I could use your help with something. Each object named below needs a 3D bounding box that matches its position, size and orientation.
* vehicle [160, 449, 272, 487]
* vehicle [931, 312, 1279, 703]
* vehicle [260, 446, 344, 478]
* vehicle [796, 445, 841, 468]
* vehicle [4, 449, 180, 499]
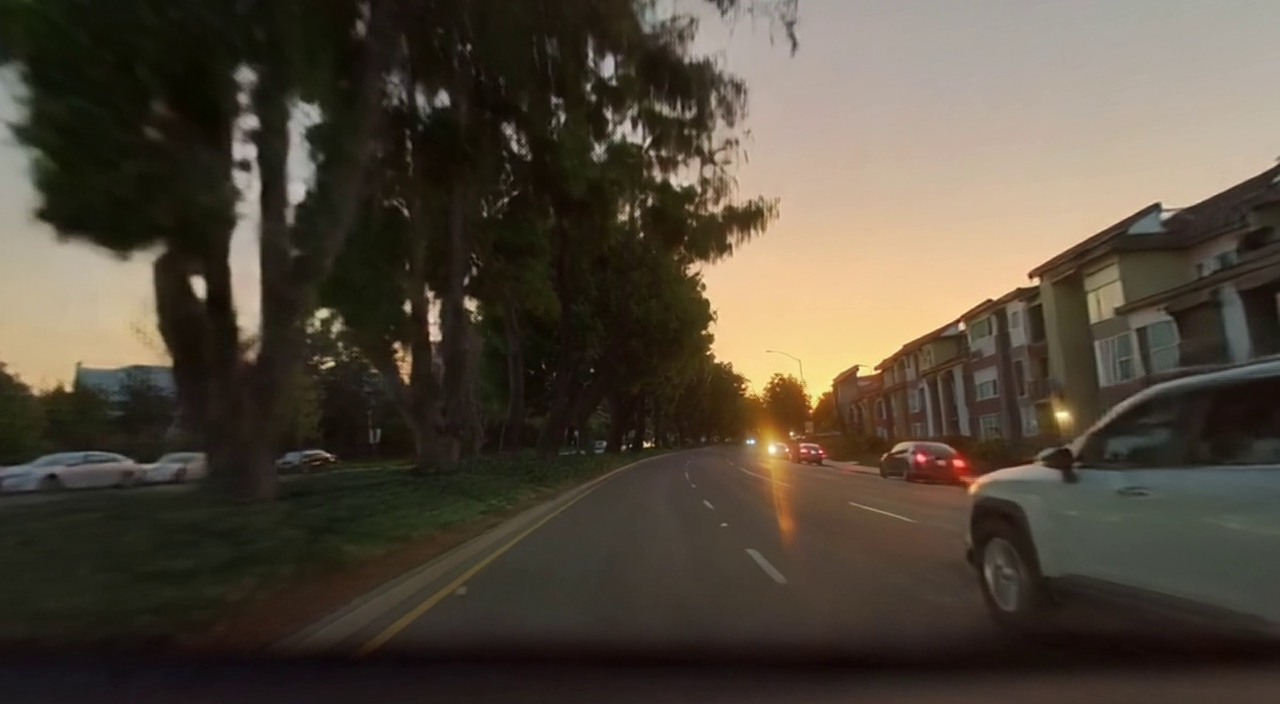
[{"bbox_3d":[-18.594,5.073,28.014,1.829,1.452,4.562,-2,-9,0],"label":"vehicle"},{"bbox_3d":[3.567,0.830,2.886,2.215,1.812,4.569,0,-9,-1],"label":"vehicle"},{"bbox_3d":[-18.086,5.944,34.063,1.908,1.500,4.470,-3,-10,3],"label":"vehicle"},{"bbox_3d":[12.069,7.107,43.021,1.893,1.469,4.615,0,-9,2],"label":"vehicle"},{"bbox_3d":[-18.775,4.156,22.027,1.823,1.455,4.680,-3,-9,3],"label":"vehicle"}]
